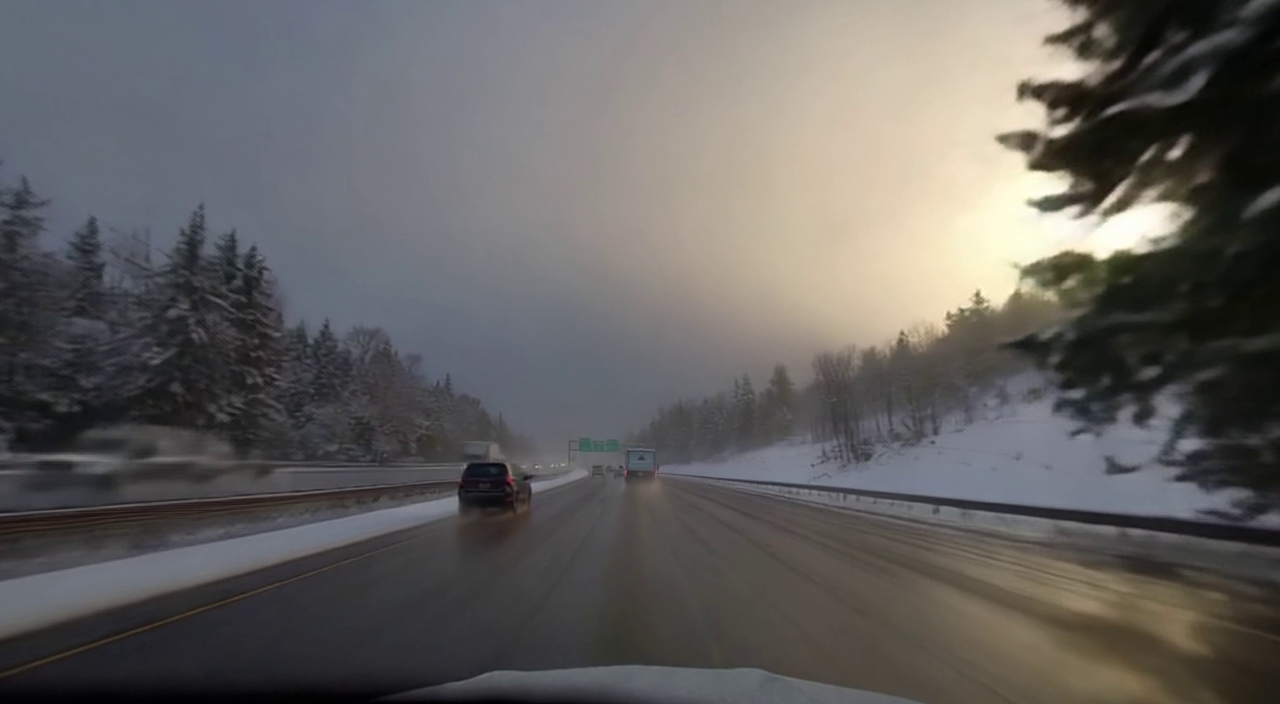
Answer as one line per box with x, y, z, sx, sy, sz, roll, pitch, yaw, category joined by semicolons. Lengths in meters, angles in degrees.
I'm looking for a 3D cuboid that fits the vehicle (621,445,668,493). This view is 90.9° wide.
0.176;6.841;36.800;2.482;2.549;5.447;1;-11;-2;vehicle

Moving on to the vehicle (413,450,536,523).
-4.133;3.462;16.500;2.100;1.605;3.883;1;-11;0;vehicle

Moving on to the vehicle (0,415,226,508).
-12.190;2.518;14.421;2.034;1.743;4.889;1;-11;0;vehicle
